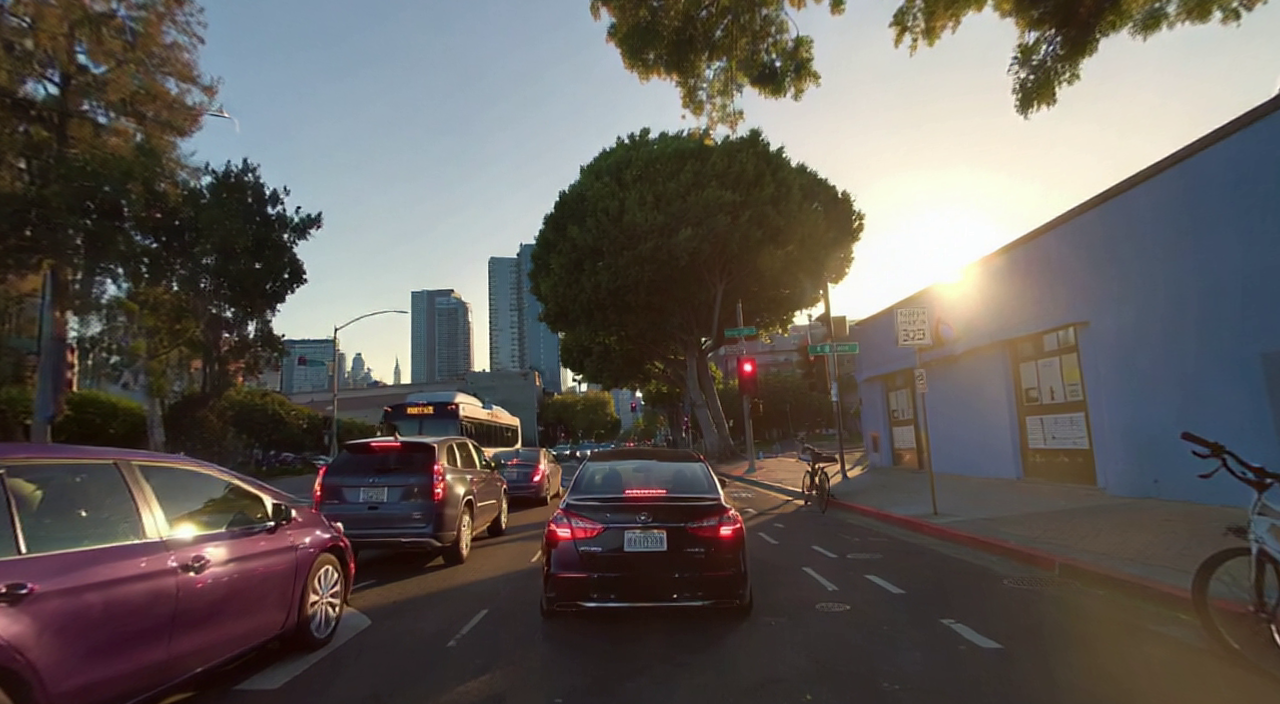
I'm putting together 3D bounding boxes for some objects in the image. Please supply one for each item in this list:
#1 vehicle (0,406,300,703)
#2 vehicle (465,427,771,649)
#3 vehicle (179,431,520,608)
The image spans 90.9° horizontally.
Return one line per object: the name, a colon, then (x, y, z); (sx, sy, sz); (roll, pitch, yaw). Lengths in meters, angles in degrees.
vehicle: (-3.168, 0.869, 1.720); (1.867, 1.486, 4.452); (0, -8, 2)
vehicle: (-0.134, 1.523, 6.162); (2.031, 1.461, 3.763); (0, -8, 0)
vehicle: (-2.906, 1.751, 7.626); (1.944, 1.481, 4.385); (0, -8, 1)
